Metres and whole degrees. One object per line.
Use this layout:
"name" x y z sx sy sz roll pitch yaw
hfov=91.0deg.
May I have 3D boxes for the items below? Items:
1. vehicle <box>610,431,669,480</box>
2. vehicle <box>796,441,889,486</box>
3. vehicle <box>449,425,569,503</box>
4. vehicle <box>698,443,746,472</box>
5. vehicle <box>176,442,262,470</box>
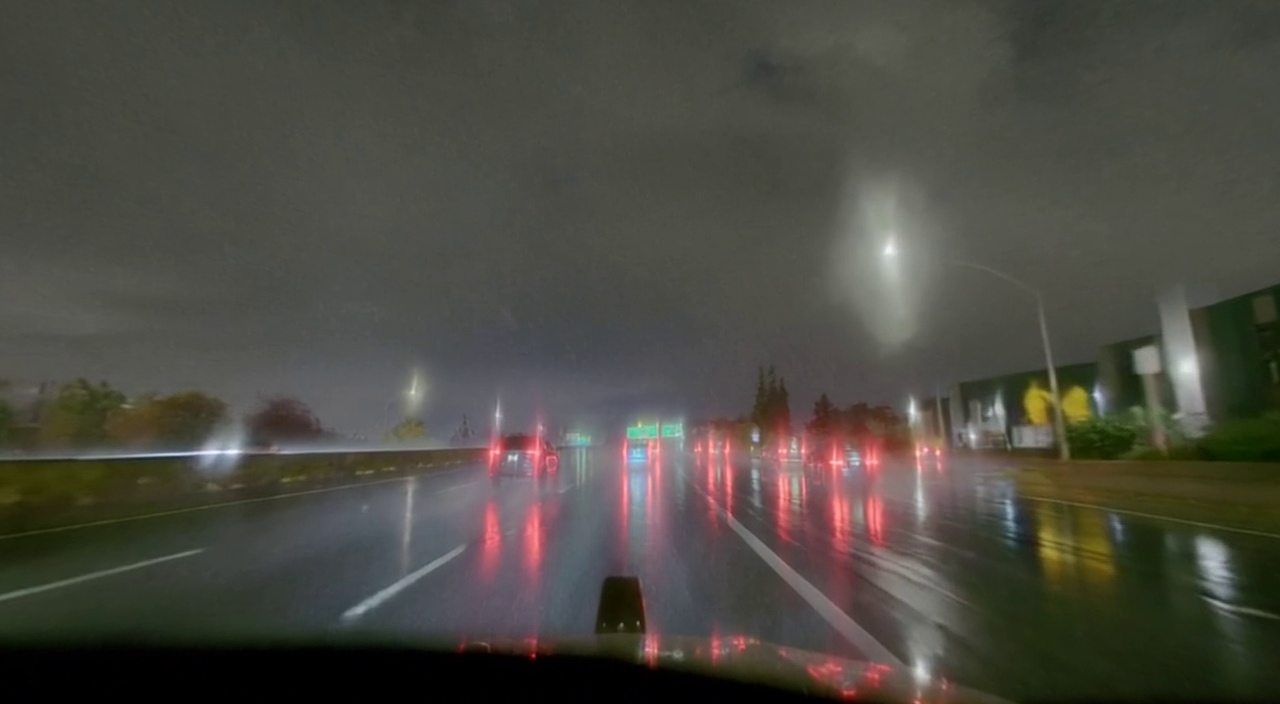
"vehicle" -0.009 4.371 26.859 2.270 1.862 4.949 0 -9 1
"vehicle" 7.288 4.035 23.169 1.936 1.480 4.373 0 -9 0
"vehicle" -3.236 2.878 16.556 2.142 1.759 4.297 0 -9 1
"vehicle" 4.316 5.603 33.690 2.005 1.456 4.287 0 -9 0
"vehicle" -26.066 6.427 39.226 1.954 1.612 4.596 -1 -9 4
